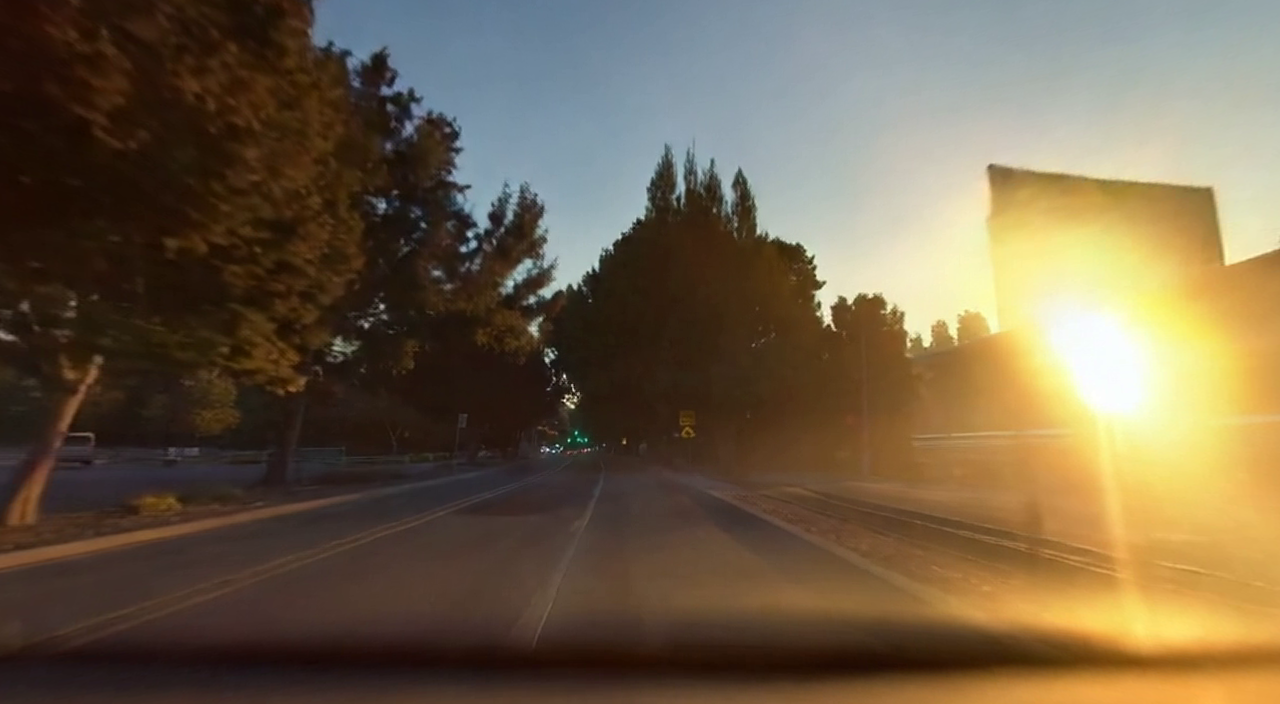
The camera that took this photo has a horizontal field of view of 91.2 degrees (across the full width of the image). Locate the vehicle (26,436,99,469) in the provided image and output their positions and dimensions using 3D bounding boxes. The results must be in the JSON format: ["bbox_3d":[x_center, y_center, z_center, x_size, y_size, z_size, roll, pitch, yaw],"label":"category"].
[{"bbox_3d":[-28.104,4.869,30.473,3.733,1.499,1.704,-7,-11,35],"label":"vehicle"}]
